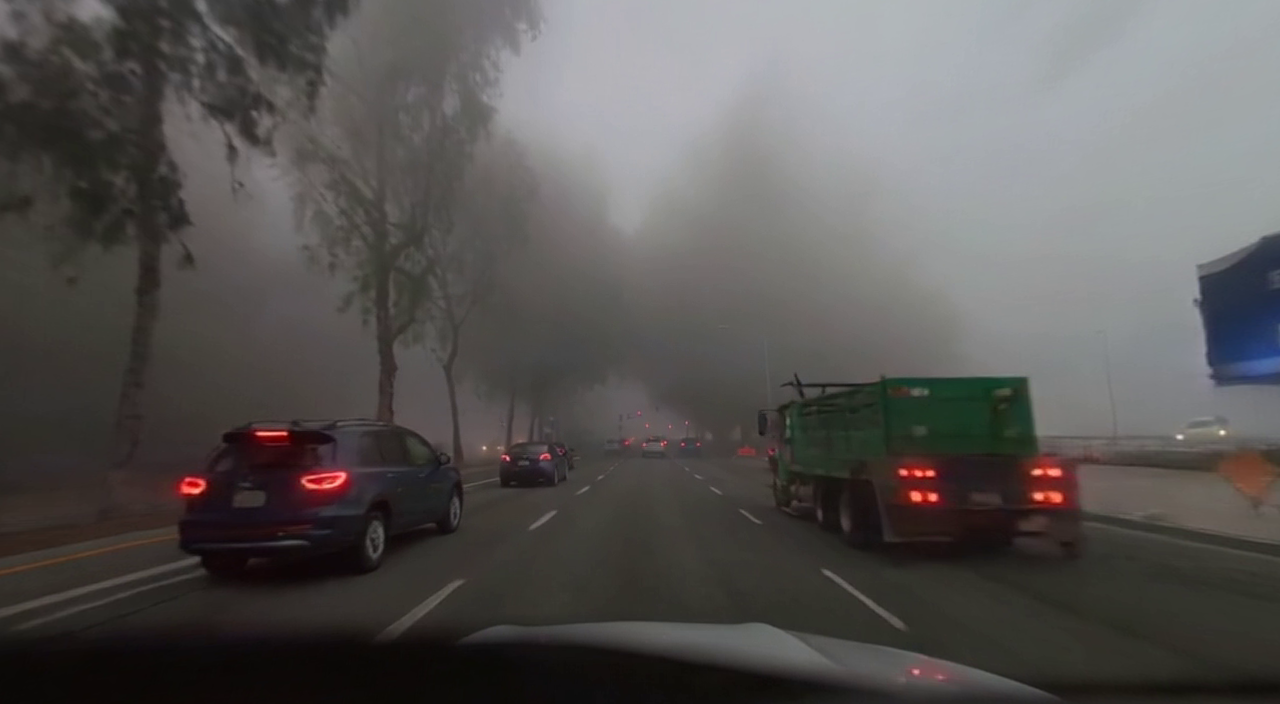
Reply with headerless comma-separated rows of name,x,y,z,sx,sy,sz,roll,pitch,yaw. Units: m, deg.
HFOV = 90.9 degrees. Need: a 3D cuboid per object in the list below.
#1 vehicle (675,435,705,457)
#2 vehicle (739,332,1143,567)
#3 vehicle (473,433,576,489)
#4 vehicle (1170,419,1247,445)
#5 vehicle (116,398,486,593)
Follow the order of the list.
vehicle,3.944,7.294,49.067,1.984,1.659,4.226,-1,-8,9
vehicle,3.790,1.568,10.658,2.760,2.465,7.936,0,-8,-1
vehicle,-3.351,3.278,19.337,2.107,1.482,4.674,0,-8,2
vehicle,35.863,5.083,39.875,1.999,1.564,3.899,-2,-8,16
vehicle,-3.505,1.563,7.760,2.038,1.682,4.399,0,-8,1
